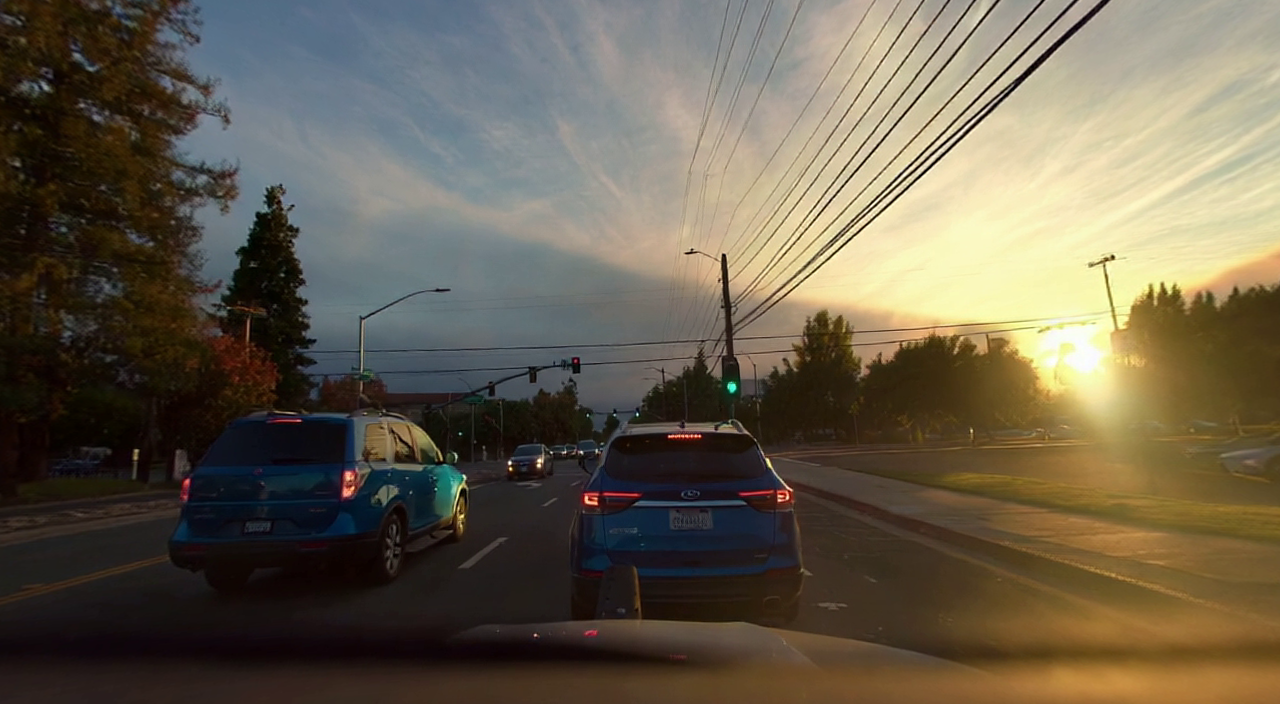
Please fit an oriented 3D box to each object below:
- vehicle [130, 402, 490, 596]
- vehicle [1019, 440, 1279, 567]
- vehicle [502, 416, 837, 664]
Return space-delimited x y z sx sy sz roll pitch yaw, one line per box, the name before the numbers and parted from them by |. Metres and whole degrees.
vehicle | -3.473 1.636 7.874 2.105 1.706 4.337 0 -9 0
vehicle | 8.388 2.161 9.928 1.993 1.508 4.521 0 -9 -1
vehicle | 0.116 1.451 5.952 2.056 1.487 4.003 0 -9 -2
